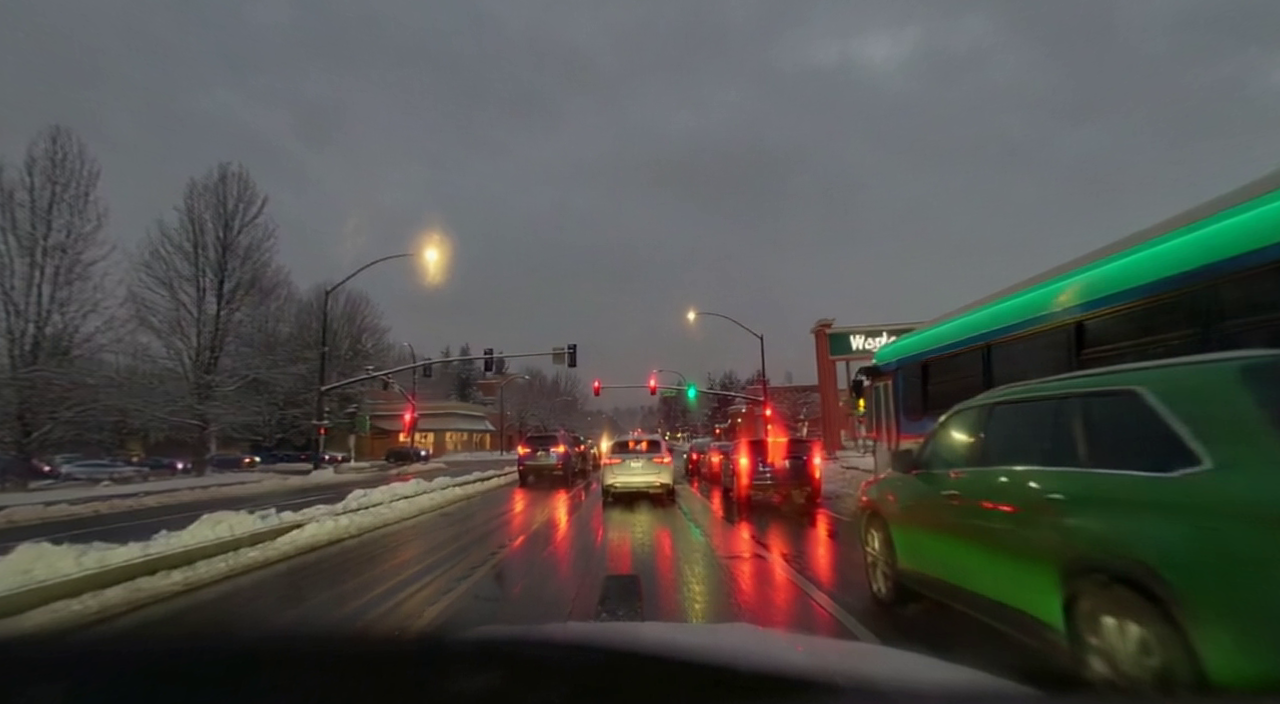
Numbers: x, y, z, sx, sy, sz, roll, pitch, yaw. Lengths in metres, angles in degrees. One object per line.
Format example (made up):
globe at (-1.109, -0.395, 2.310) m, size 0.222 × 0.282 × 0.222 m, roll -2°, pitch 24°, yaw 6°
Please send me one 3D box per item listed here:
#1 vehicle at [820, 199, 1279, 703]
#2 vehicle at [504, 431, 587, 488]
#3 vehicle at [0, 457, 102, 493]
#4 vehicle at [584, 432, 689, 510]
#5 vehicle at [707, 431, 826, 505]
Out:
vehicle at (3.020, 0.740, 3.034) m, size 2.490 × 1.951 × 5.931 m, roll 0°, pitch -8°, yaw -1°
vehicle at (-3.102, 3.647, 21.744) m, size 2.180 × 1.708 × 4.397 m, roll 0°, pitch -8°, yaw 0°
vehicle at (-27.773, 5.552, 28.613) m, size 4.800 × 1.461 × 1.831 m, roll 5°, pitch -10°, yaw -31°
vehicle at (-0.082, 2.629, 14.393) m, size 2.071 × 1.525 × 3.723 m, roll 0°, pitch -8°, yaw -1°
vehicle at (2.858, 2.736, 15.315) m, size 1.922 × 1.508 × 4.330 m, roll 0°, pitch -8°, yaw -1°
